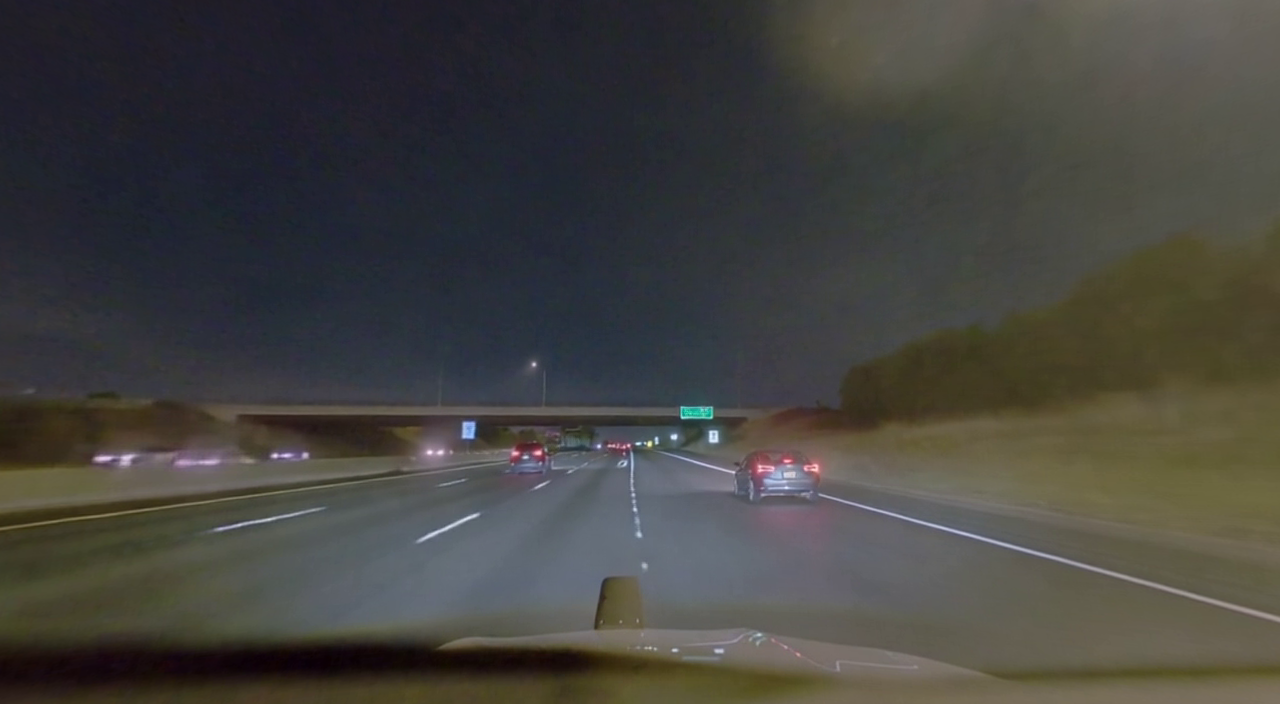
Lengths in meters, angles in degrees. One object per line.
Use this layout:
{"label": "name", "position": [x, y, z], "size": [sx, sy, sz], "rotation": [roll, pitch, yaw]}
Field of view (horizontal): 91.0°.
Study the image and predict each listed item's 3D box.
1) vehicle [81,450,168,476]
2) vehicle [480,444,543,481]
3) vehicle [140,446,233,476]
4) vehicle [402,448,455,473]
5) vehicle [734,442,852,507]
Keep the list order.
{"label": "vehicle", "position": [-34.149, 7.352, 41.902], "size": [1.925, 1.594, 4.618], "rotation": [0, -9, -1]}
{"label": "vehicle", "position": [-5.930, 5.162, 29.697], "size": [2.072, 1.545, 4.687], "rotation": [0, -9, -2]}
{"label": "vehicle", "position": [-26.454, 6.360, 36.967], "size": [1.945, 1.649, 4.775], "rotation": [0, -9, -1]}
{"label": "vehicle", "position": [-13.923, 7.146, 41.759], "size": [1.919, 1.497, 4.765], "rotation": [0, -9, -2]}
{"label": "vehicle", "position": [3.968, 3.255, 17.183], "size": [2.079, 1.535, 4.316], "rotation": [0, -9, -1]}
